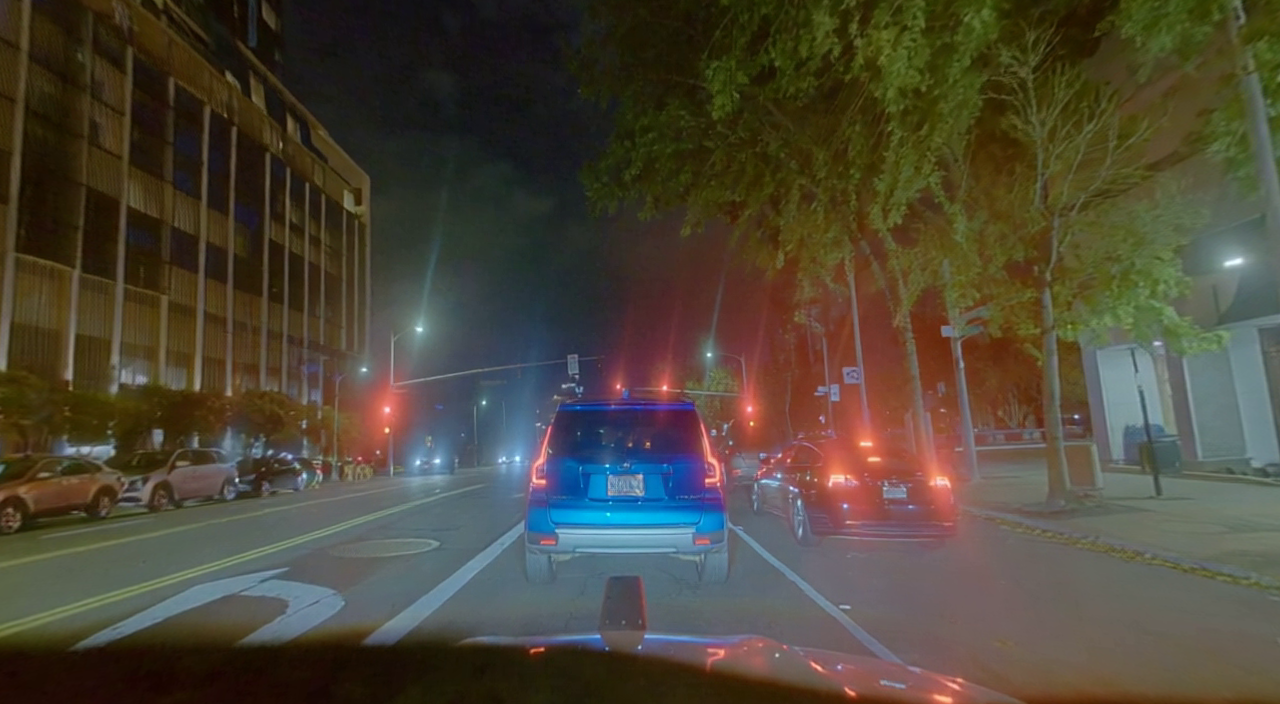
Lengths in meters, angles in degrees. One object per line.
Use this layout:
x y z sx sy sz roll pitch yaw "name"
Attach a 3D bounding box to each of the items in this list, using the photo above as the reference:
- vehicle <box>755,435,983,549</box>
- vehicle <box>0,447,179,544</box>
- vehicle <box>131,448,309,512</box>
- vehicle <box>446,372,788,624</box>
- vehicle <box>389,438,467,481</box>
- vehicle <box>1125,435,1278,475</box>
3.286 2.083 10.075 2.056 1.422 4.130 0 -8 -1 "vehicle"
-12.546 2.914 13.452 1.891 1.723 4.360 0 -8 1 "vehicle"
-12.467 3.784 19.135 2.207 1.648 4.675 0 -8 -1 "vehicle"
-0.162 1.362 6.759 2.453 1.816 4.300 0 -8 0 "vehicle"
-9.261 4.705 27.833 2.054 1.722 4.292 0 -8 -2 "vehicle"
22.147 4.050 24.982 4.055 1.469 1.848 -4 -9 25 "vehicle"
